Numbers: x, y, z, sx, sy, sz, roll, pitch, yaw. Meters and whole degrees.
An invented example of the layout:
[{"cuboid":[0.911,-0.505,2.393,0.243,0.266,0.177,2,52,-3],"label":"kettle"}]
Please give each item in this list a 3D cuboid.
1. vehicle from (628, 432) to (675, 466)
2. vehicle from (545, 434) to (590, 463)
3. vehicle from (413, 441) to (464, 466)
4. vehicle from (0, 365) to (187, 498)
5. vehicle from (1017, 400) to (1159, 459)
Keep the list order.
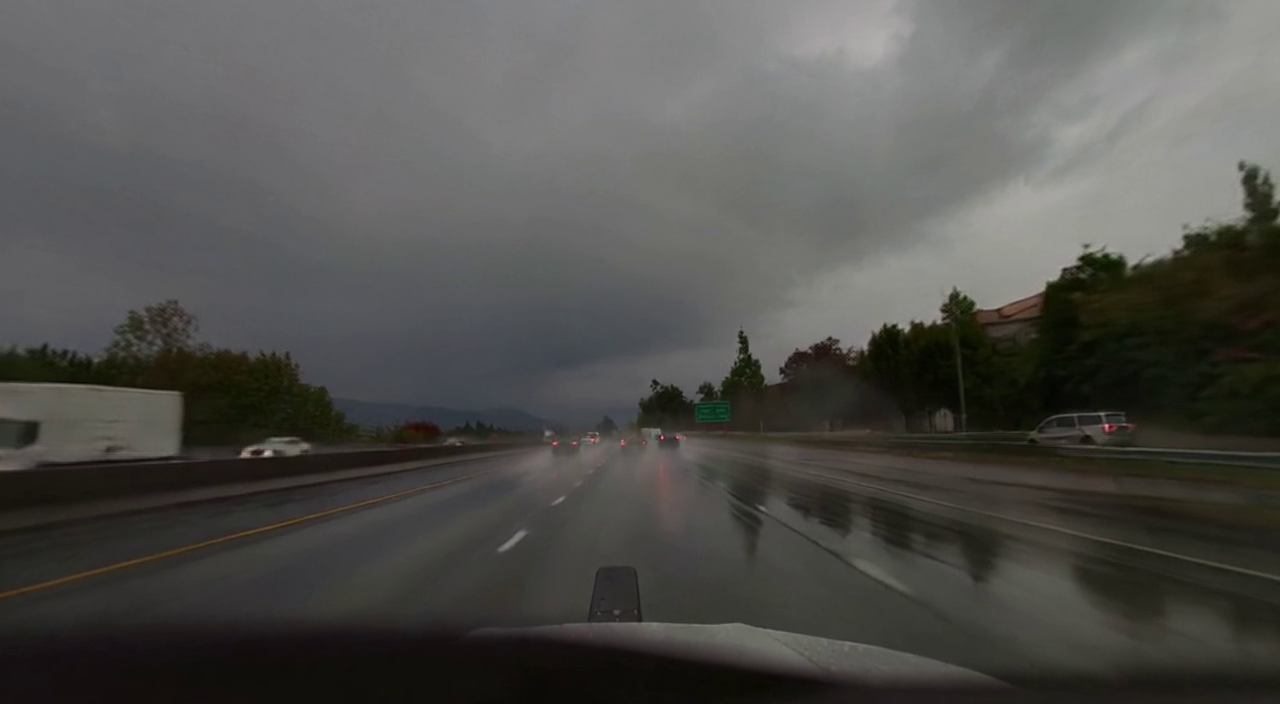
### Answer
[{"cuboid":[0.494,4.732,31.000,2.086,1.554,3.875,0,-8,-2],"label":"vehicle"},{"cuboid":[-3.952,5.357,35.086,2.014,1.471,4.380,0,-8,-1],"label":"vehicle"},{"cuboid":[-12.487,6.305,39.403,1.816,1.452,4.204,0,-8,0],"label":"vehicle"},{"cuboid":[-20.243,2.788,21.412,2.950,3.849,9.280,-2,-8,-1],"label":"vehicle"},{"cuboid":[21.041,3.750,30.096,2.232,2.540,6.015,0,-8,-1],"label":"vehicle"}]
